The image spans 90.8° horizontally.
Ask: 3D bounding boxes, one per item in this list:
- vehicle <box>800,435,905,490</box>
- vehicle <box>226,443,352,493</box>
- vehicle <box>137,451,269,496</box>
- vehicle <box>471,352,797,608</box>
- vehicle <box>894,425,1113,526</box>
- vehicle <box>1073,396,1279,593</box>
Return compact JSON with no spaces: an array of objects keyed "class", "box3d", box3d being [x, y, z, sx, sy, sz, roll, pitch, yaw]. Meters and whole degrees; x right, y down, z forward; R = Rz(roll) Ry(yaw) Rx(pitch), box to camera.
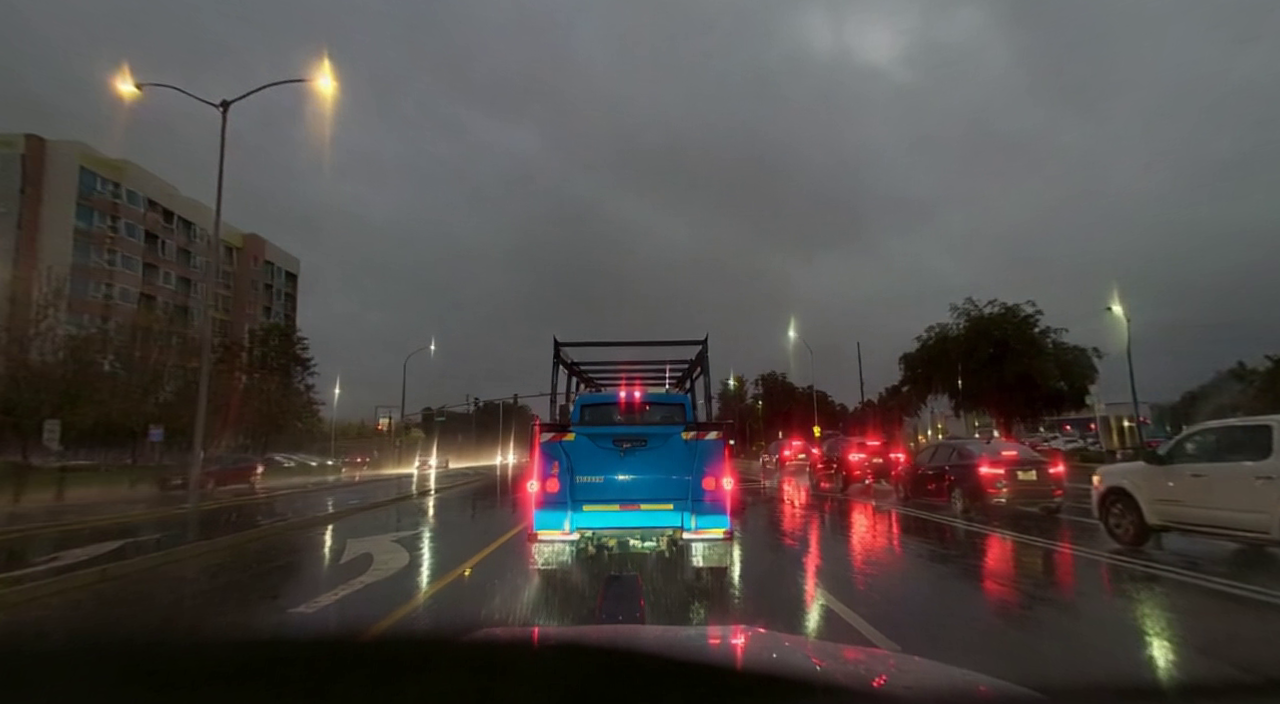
[{"class":"vehicle","box3d":[7.066,3.733,21.592,1.953,1.665,4.327,0,-9,-2]},{"class":"vehicle","box3d":[-12.381,4.102,22.695,1.928,1.591,4.509,0,-9,0]},{"class":"vehicle","box3d":[-16.041,4.442,23.521,1.805,1.466,4.341,0,-9,0]},{"class":"vehicle","box3d":[-0.100,1.475,8.170,2.682,2.117,5.706,0,-9,-1]},{"class":"vehicle","box3d":[7.075,2.432,12.968,1.931,1.692,4.267,0,-9,0]},{"class":"vehicle","box3d":[6.812,1.346,6.106,2.023,1.771,4.488,0,-9,0]}]
